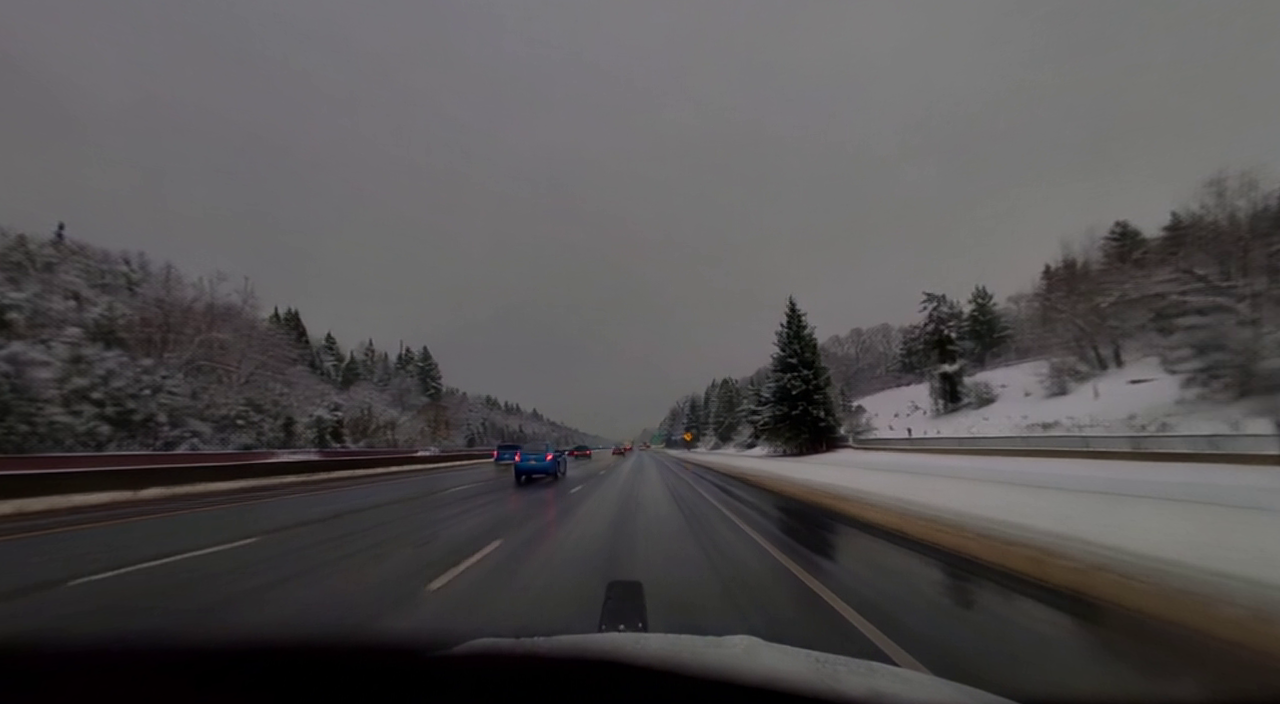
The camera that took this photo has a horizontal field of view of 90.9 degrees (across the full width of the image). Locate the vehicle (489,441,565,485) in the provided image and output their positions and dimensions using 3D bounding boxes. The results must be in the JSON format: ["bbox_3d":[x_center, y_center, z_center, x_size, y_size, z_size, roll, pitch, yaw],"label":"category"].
[{"bbox_3d":[-4.299,4.304,24.881,2.081,1.514,4.943,0,-8,0],"label":"vehicle"}]

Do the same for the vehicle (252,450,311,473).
[{"bbox_3d":[-24.191,7.373,42.695,1.838,1.403,3.672,0,-8,0],"label":"vehicle"}]
